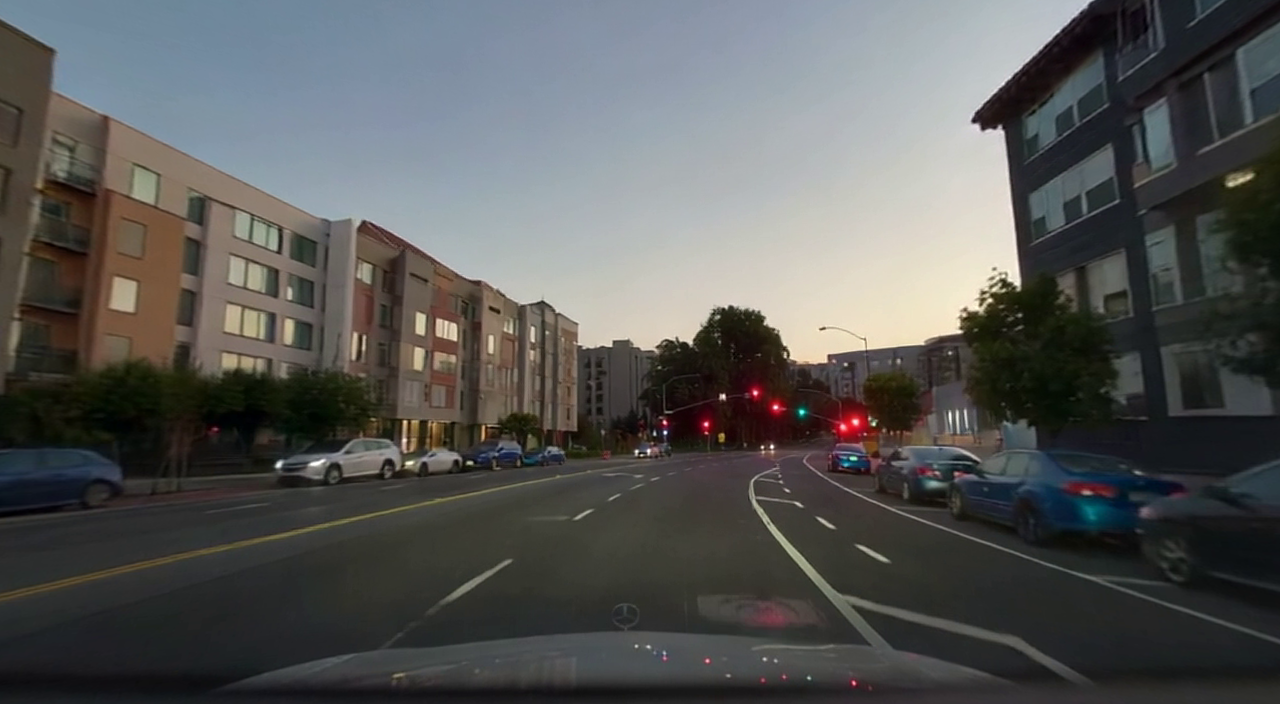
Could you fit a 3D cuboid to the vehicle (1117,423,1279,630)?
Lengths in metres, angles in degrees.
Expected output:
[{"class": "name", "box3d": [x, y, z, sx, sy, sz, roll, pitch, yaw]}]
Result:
[{"class": "vehicle", "box3d": [5.768, 1.242, 4.220, 1.883, 1.550, 4.286, 0, -8, 2]}]

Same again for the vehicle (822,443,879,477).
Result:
[{"class": "vehicle", "box3d": [10.027, 5.135, 30.512, 2.010, 1.473, 5.353, -2, -9, 12]}]

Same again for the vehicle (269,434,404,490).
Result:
[{"class": "vehicle", "box3d": [-10.680, 3.884, 22.767, 1.933, 1.759, 5.002, -1, -8, 6]}]

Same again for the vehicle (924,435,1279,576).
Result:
[{"class": "vehicle", "box3d": [6.096, 2.037, 9.245, 1.876, 1.466, 4.943, -1, -9, 4]}]

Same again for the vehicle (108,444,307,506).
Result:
[{"class": "vehicle", "box3d": [-11.678, 3.311, 17.588, 1.811, 1.459, 4.702, -1, -8, 7]}]

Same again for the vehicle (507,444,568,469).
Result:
[{"class": "vehicle", "box3d": [-6.375, 6.562, 39.982, 1.894, 1.493, 4.902, -2, -9, 16]}]

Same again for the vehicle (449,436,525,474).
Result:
[{"class": "vehicle", "box3d": [-8.143, 5.519, 34.160, 2.083, 1.882, 4.642, -2, -9, 13]}]

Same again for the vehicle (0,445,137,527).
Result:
[{"class": "vehicle", "box3d": [-12.303, 2.462, 11.783, 1.841, 1.444, 4.554, -1, -8, 5]}]

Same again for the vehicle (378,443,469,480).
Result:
[{"class": "vehicle", "box3d": [-9.602, 4.874, 28.438, 1.830, 1.497, 4.436, -2, -9, 11]}]
